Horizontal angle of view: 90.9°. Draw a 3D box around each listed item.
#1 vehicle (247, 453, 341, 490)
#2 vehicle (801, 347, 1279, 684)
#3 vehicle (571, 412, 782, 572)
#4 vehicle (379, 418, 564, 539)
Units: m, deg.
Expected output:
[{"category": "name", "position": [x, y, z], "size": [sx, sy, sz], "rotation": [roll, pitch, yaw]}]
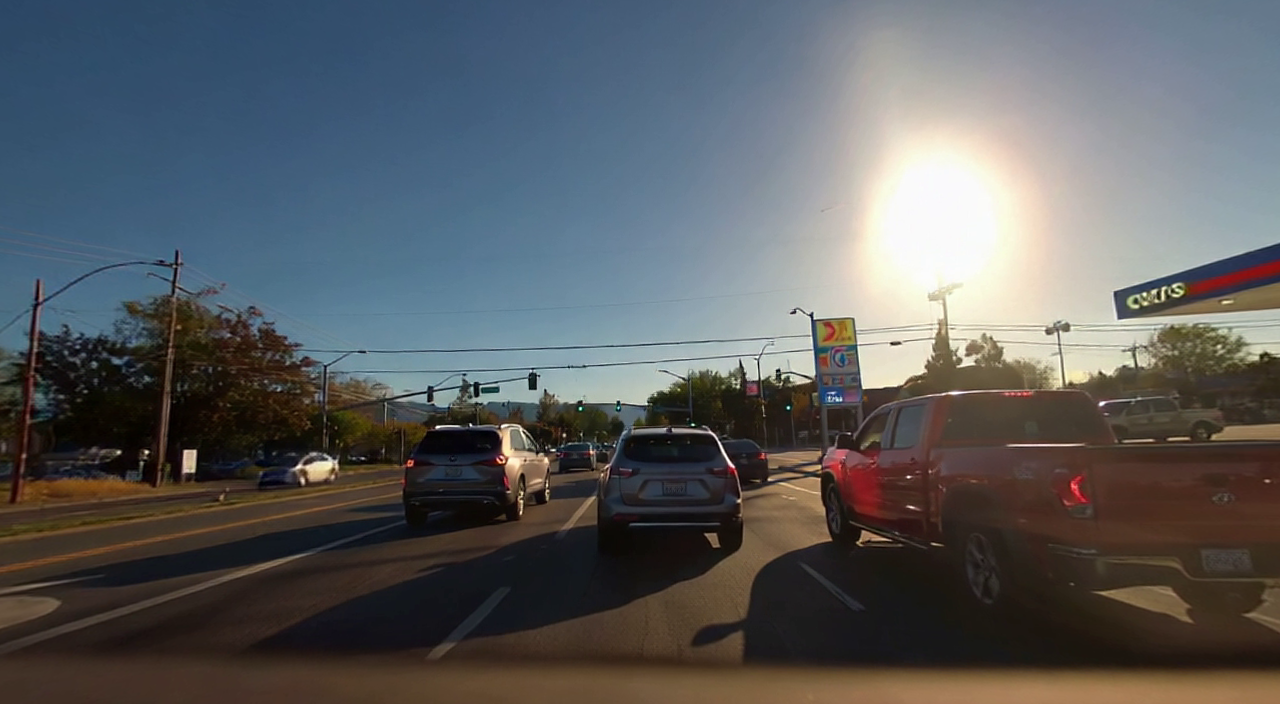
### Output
[{"category": "vehicle", "position": [-15.882, 5.472, 29.217], "size": [1.808, 1.457, 4.381], "rotation": [-2, -9, 1]}, {"category": "vehicle", "position": [3.416, 1.294, 6.238], "size": [2.161, 1.868, 5.321], "rotation": [0, -9, -1]}, {"category": "vehicle", "position": [0.369, 1.764, 8.670], "size": [2.181, 1.650, 4.083], "rotation": [0, -9, 0]}, {"category": "vehicle", "position": [-2.704, 2.148, 11.328], "size": [2.019, 1.731, 4.299], "rotation": [0, -9, 1]}]
